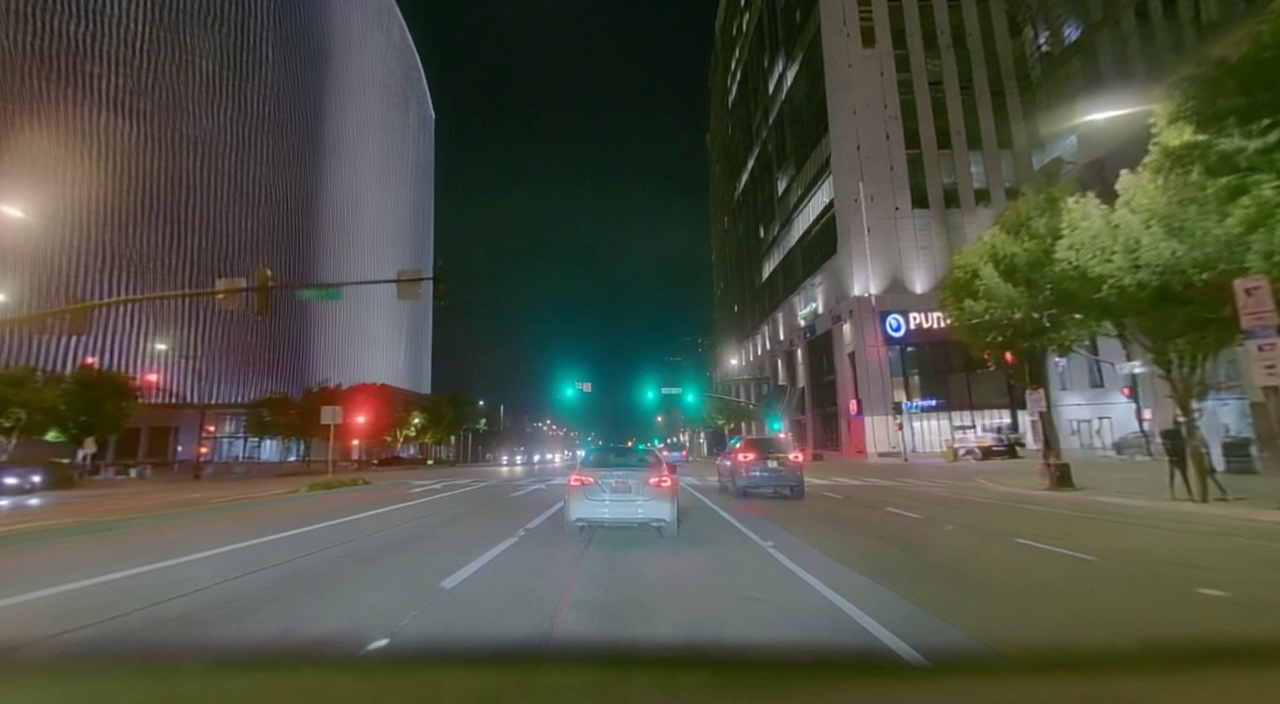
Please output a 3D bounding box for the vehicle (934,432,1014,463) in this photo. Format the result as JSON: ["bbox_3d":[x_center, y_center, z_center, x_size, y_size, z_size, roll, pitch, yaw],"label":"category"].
[{"bbox_3d":[24.281,7.015,46.080,4.384,2.000,2.345,1,-13,-4],"label":"vehicle"}]

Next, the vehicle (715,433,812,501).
[{"bbox_3d":[3.590,3.376,19.156,2.078,1.799,4.089,1,-8,-1],"label":"vehicle"}]

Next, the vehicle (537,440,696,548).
[{"bbox_3d":[-0.346,2.207,10.589,2.144,1.398,3.963,1,-8,-1],"label":"vehicle"}]
